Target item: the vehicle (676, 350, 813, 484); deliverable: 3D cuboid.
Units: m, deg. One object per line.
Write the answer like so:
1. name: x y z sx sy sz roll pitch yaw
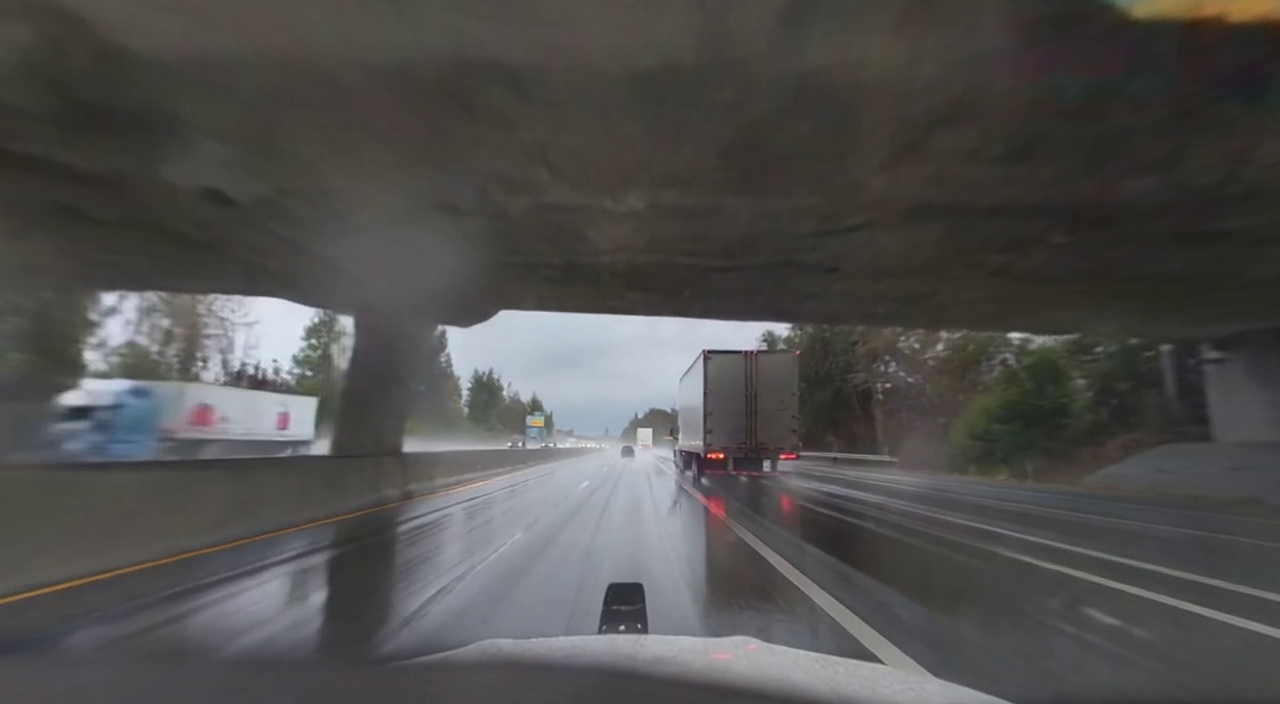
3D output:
1. vehicle: 3.691 3.091 27.036 3.323 4.262 14.056 0 -9 -1

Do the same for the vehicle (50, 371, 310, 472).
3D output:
1. vehicle: -20.184 3.455 29.404 2.941 3.718 12.197 0 -9 0
